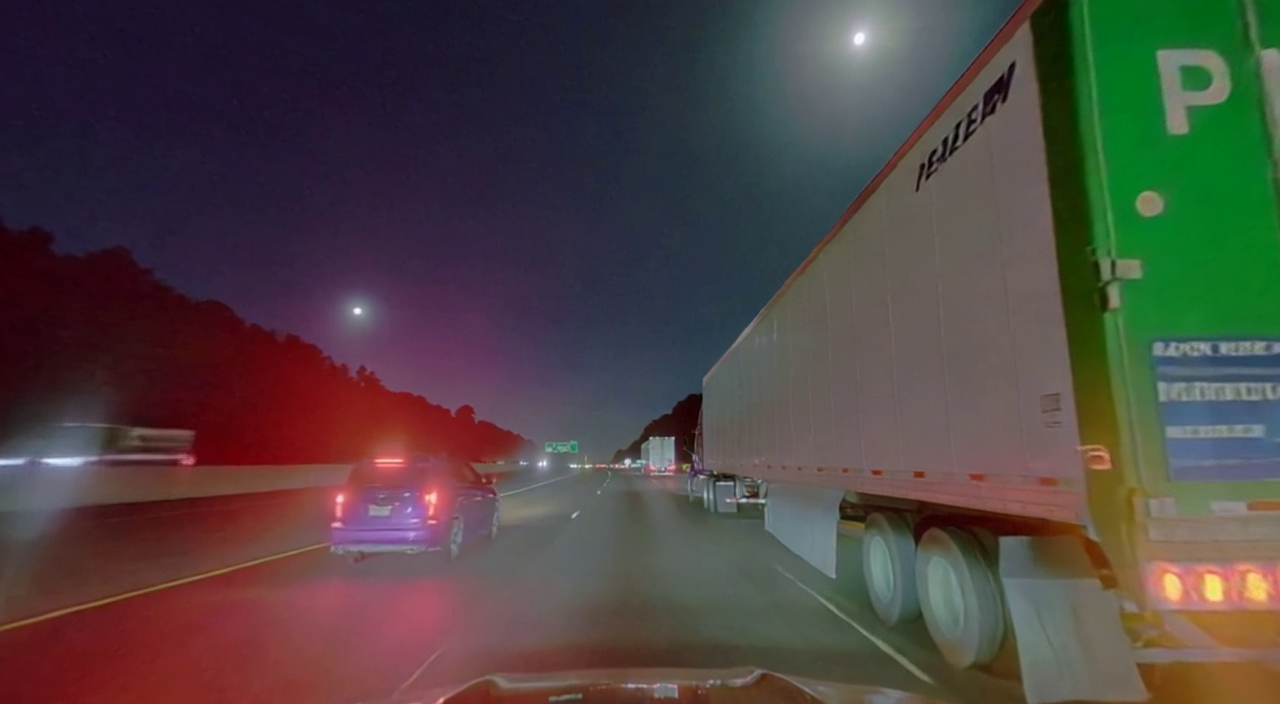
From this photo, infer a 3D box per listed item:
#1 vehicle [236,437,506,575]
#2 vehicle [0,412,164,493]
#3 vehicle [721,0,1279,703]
[{"bbox_3d":[-3.699,2.262,9.956,2.010,1.580,4.949,1,-10,1],"label":"vehicle"},{"bbox_3d":[-16.149,2.800,17.419,2.114,1.913,4.865,1,-10,0],"label":"vehicle"},{"bbox_3d":[3.604,0.984,9.341,2.856,4.040,14.009,1,-10,0],"label":"vehicle"}]
